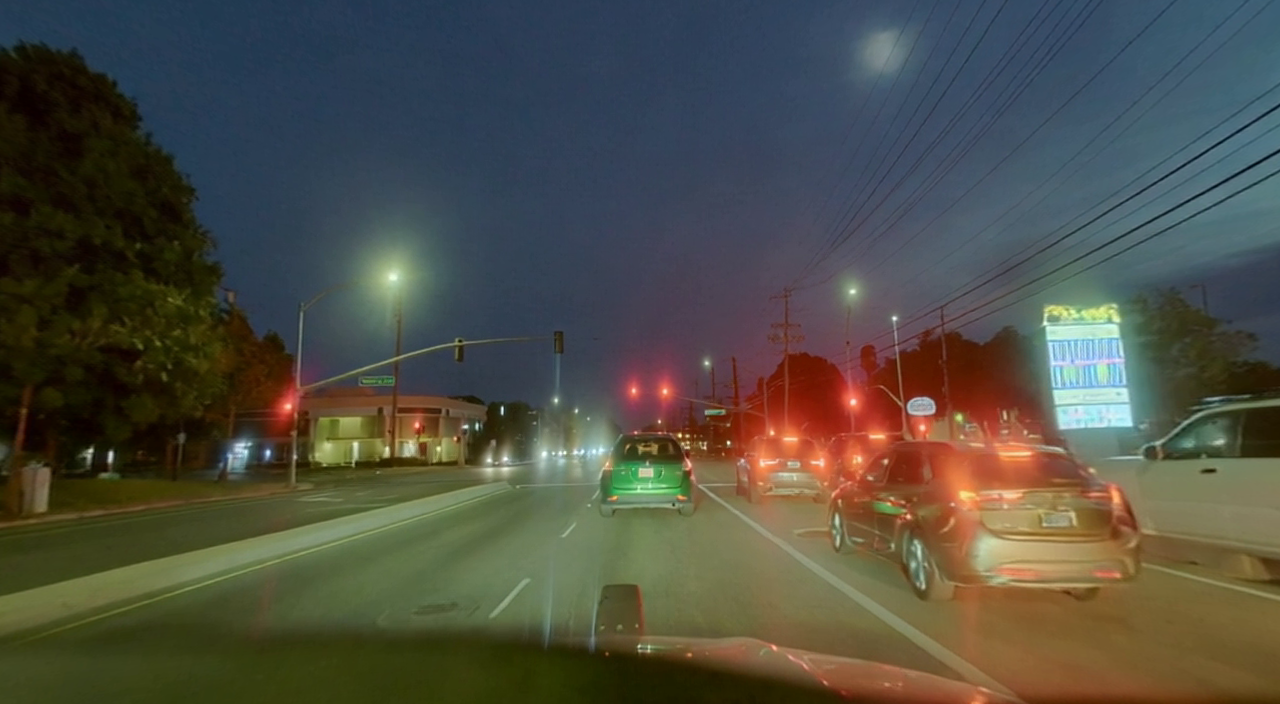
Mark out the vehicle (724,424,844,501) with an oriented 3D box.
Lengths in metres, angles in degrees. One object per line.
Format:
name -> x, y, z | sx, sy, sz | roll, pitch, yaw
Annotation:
vehicle -> 3.691, 2.941, 17.193 | 2.060, 1.789, 4.712 | 0, -9, -1

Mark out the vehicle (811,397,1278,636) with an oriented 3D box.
vehicle -> 3.341, 1.442, 6.512 | 1.998, 1.620, 4.267 | 0, -9, 1

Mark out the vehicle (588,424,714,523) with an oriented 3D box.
vehicle -> 0.175, 2.380, 12.864 | 2.149, 1.668, 3.962 | 0, -9, 0
